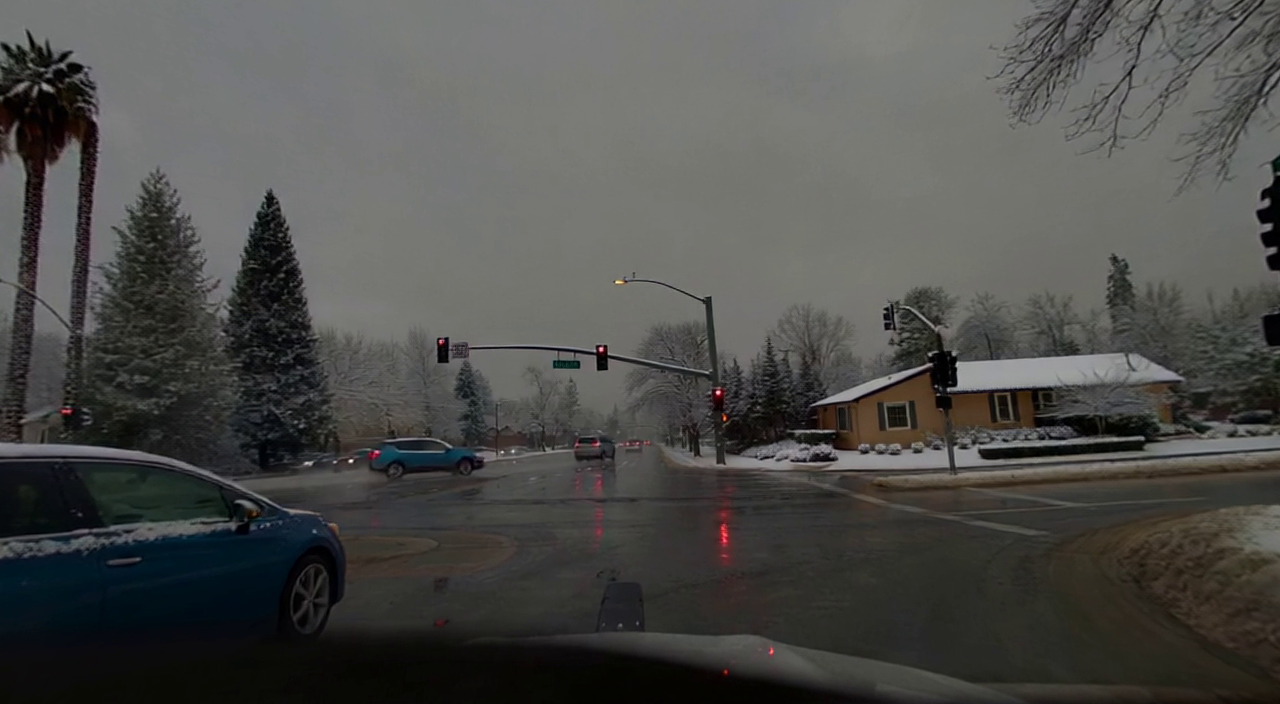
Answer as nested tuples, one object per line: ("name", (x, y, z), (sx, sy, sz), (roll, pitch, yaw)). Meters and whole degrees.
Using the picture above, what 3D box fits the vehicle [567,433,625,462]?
("vehicle", (-2.822, 6.347, 42.034), (2.393, 1.775, 5.204), (-2, -9, 14))

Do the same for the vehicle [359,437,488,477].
("vehicle", (-9.076, 4.429, 26.862), (2.083, 1.541, 4.777), (-7, -11, 38))

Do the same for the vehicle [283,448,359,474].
("vehicle", (-19.963, 6.828, 39.798), (2.084, 1.528, 4.778), (-1, -9, 2))
